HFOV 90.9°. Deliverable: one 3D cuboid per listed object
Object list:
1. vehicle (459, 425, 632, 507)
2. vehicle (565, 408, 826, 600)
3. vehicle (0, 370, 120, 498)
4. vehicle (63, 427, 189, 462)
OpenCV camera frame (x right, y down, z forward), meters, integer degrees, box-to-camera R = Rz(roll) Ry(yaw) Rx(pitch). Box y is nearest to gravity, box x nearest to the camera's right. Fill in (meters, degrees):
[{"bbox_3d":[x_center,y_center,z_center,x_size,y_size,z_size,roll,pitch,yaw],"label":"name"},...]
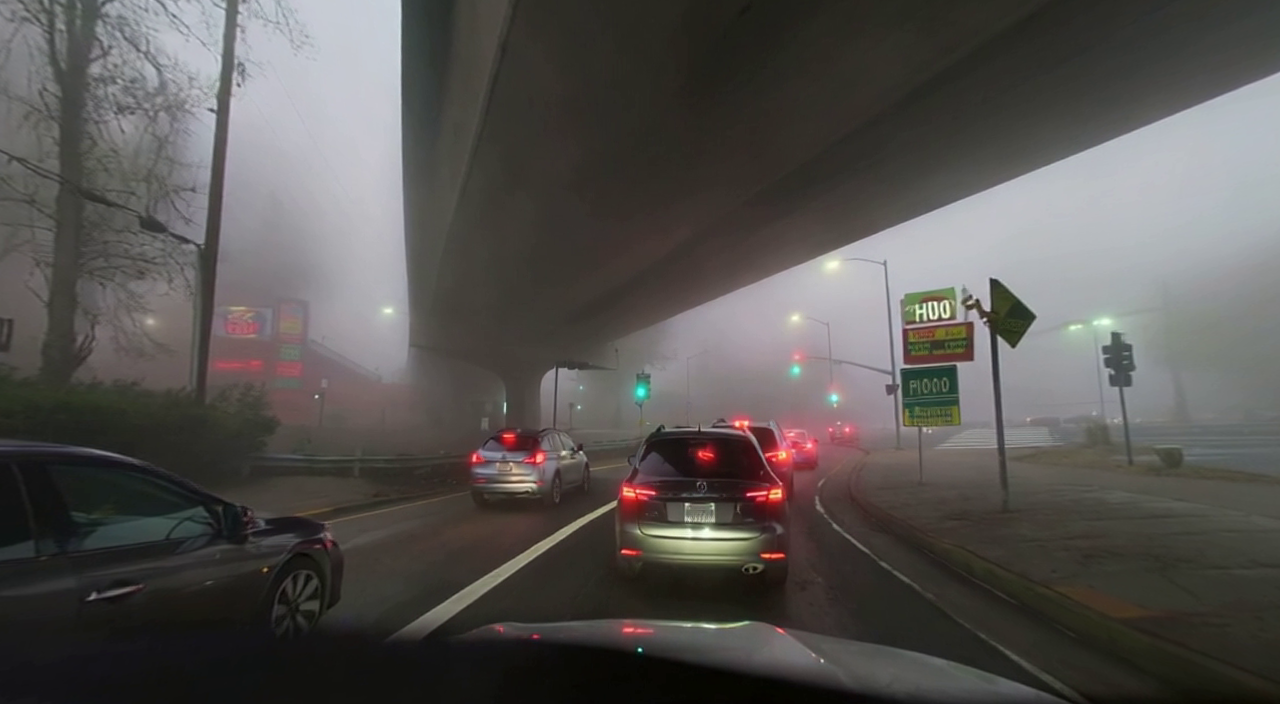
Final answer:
[{"bbox_3d":[-1.878,2.510,14.402,2.214,1.519,4.704,-2,-9,14],"label":"vehicle"},{"bbox_3d":[0.770,1.592,7.567,2.195,1.571,4.353,-2,-8,9],"label":"vehicle"},{"bbox_3d":[-24.374,2.698,19.064,13.064,3.755,3.269,-1,-8,-13],"label":"vehicle"},{"bbox_3d":[-31.460,5.672,38.825,5.457,2.021,2.213,2,-9,-13],"label":"vehicle"}]
